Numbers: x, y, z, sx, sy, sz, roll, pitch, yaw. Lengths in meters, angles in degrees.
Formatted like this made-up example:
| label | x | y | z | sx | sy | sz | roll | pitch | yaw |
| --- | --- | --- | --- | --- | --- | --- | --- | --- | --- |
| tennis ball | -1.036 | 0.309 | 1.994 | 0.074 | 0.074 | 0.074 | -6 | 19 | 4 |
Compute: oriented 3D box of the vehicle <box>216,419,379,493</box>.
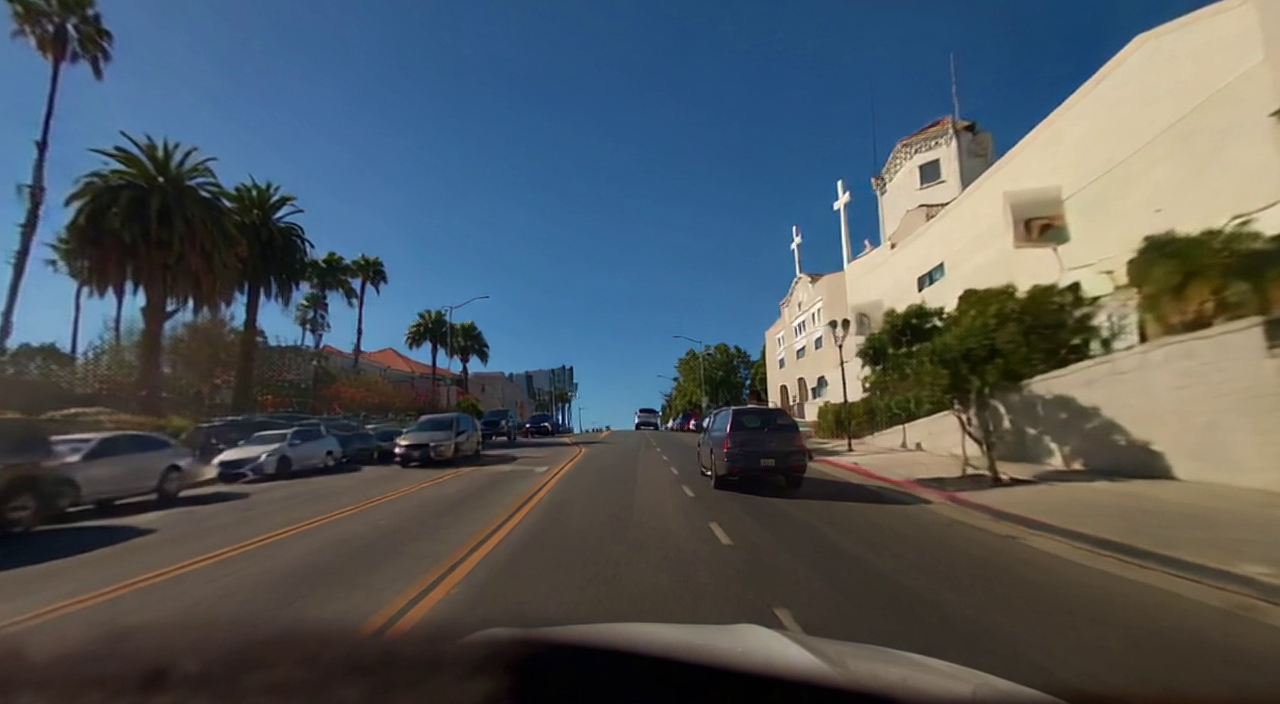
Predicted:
| label | x | y | z | sx | sy | sz | roll | pitch | yaw |
| --- | --- | --- | --- | --- | --- | --- | --- | --- | --- |
| vehicle | -9.158 | 2.827 | 17.440 | 2.017 | 1.754 | 4.428 | 0 | -9 | -1 |

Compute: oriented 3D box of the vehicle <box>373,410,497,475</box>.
| label | x | y | z | sx | sy | sz | roll | pitch | yaw |
| --- | --- | --- | --- | --- | --- | --- | --- | --- | --- |
| vehicle | -5.883 | 2.699 | 18.816 | 2.171 | 1.676 | 4.523 | 0 | -9 | 0 |

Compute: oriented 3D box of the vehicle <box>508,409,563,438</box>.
| label | x | y | z | sx | sy | sz | roll | pitch | yaw |
| --- | --- | --- | --- | --- | --- | --- | --- | --- | --- |
| vehicle | -5.819 | 4.102 | 35.712 | 2.153 | 1.469 | 4.939 | 0 | -9 | 1 |

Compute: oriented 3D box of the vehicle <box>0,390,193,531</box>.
| label | x | y | z | sx | sy | sz | roll | pitch | yaw |
| --- | --- | --- | --- | --- | --- | --- | --- | --- | --- |
| vehicle | -8.652 | 1.363 | 7.948 | 2.076 | 1.650 | 5.432 | 0 | -9 | 0 |

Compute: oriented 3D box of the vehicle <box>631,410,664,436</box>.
| label | x | y | z | sx | sy | sz | roll | pitch | yaw |
| --- | --- | --- | --- | --- | --- | --- | --- | --- | --- |
| vehicle | 0.595 | 5.046 | 44.698 | 2.196 | 1.655 | 3.939 | -1 | -9 | 2 |

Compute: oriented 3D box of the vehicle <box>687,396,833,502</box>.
| label | x | y | z | sx | sy | sz | roll | pitch | yaw |
| --- | --- | --- | --- | --- | --- | --- | --- | --- | --- |
| vehicle | 2.293 | 2.045 | 13.404 | 1.995 | 1.858 | 4.333 | 0 | -9 | -3 |
